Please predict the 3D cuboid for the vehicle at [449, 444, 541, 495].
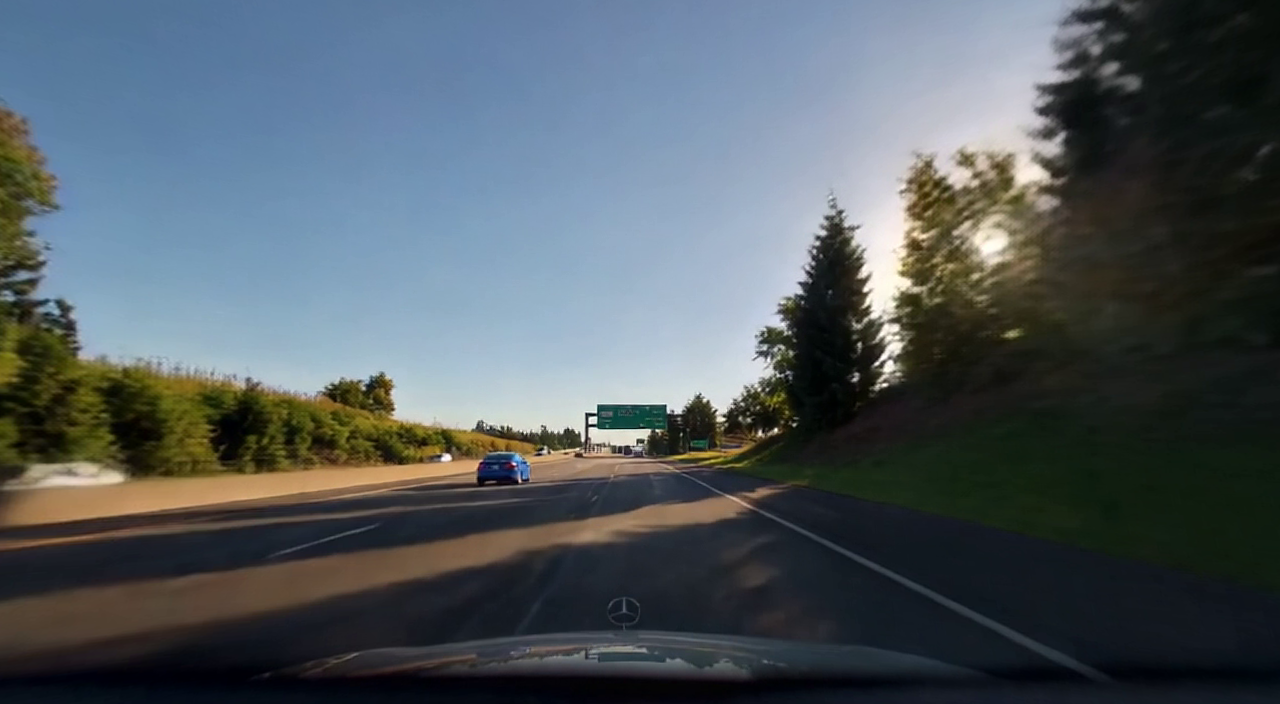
[{"bbox_3d":[-4.714,3.872,21.173,2.121,1.537,3.852,0,-9,1],"label":"vehicle"}]
